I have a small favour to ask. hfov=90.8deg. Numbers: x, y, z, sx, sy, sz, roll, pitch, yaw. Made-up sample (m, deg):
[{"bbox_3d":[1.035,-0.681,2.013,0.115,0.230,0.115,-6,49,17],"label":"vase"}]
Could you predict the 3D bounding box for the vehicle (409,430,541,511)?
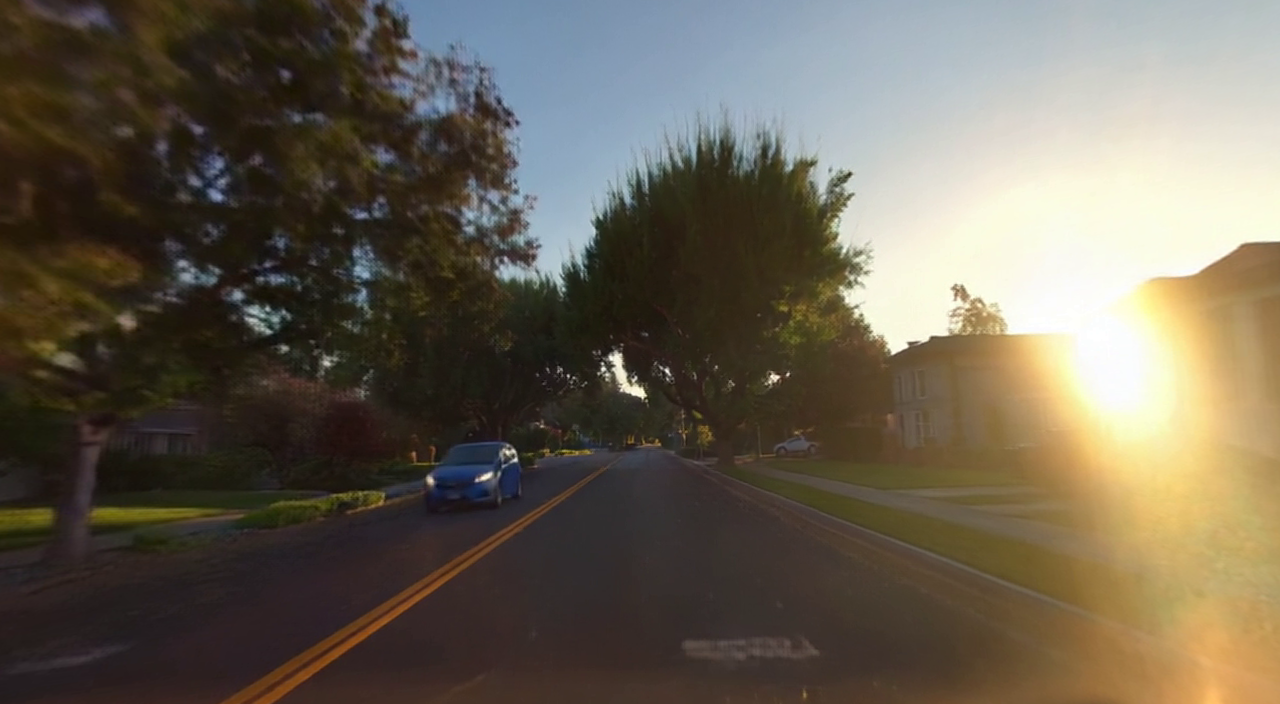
[{"bbox_3d":[-4.088,3.013,16.612,2.161,1.798,4.627,0,-8,1],"label":"vehicle"}]
